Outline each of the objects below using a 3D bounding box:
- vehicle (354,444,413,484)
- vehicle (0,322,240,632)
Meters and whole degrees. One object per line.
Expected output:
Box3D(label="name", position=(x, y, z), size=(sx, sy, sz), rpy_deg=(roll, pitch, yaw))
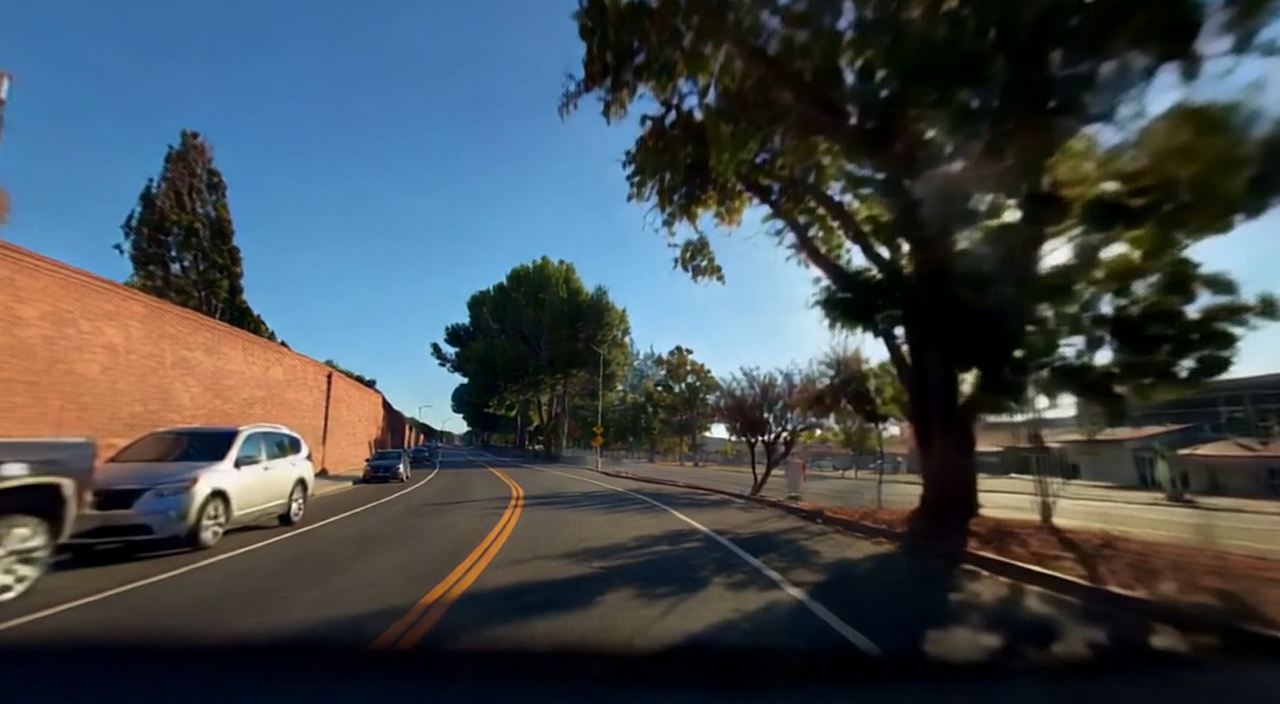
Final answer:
Box3D(label="vehicle", position=(-10.861, 4.741, 27.033), size=(1.877, 1.507, 4.363), rpy_deg=(4, -9, -16))
Box3D(label="vehicle", position=(-6.641, 0.876, 4.484), size=(3.073, 2.458, 6.937), rpy_deg=(2, -8, -1))
